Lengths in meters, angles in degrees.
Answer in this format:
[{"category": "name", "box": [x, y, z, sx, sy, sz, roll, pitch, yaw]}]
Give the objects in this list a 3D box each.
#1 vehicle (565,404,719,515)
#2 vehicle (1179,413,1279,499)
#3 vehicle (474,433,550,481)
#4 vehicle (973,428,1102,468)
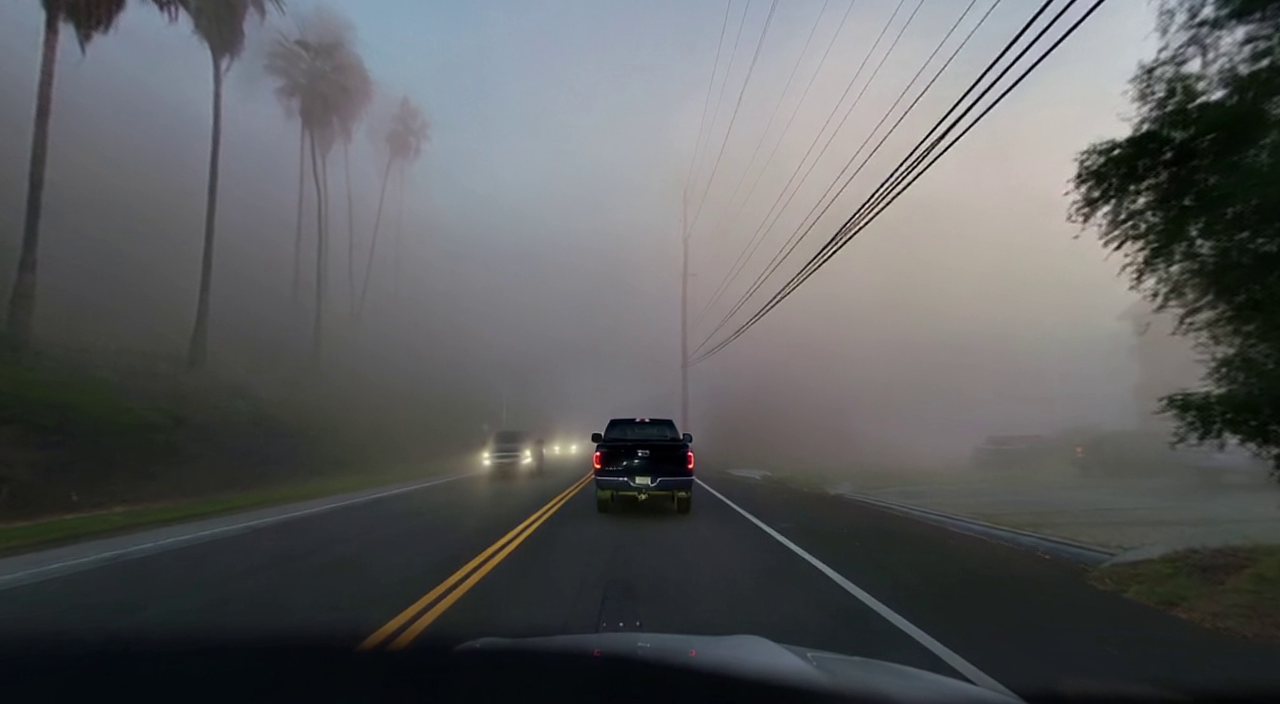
[{"category": "vehicle", "box": [0.023, 2.442, 14.761, 2.848, 2.047, 5.885, 0, -8, 0]}, {"category": "vehicle", "box": [16.060, 2.520, 15.407, 2.338, 1.917, 6.076, -3, -9, 20]}, {"category": "vehicle", "box": [-5.109, 4.263, 25.928, 2.223, 1.776, 4.614, 0, -8, -1]}, {"category": "vehicle", "box": [20.339, 4.988, 32.823, 2.277, 1.836, 6.267, 0, -9, -4]}]
